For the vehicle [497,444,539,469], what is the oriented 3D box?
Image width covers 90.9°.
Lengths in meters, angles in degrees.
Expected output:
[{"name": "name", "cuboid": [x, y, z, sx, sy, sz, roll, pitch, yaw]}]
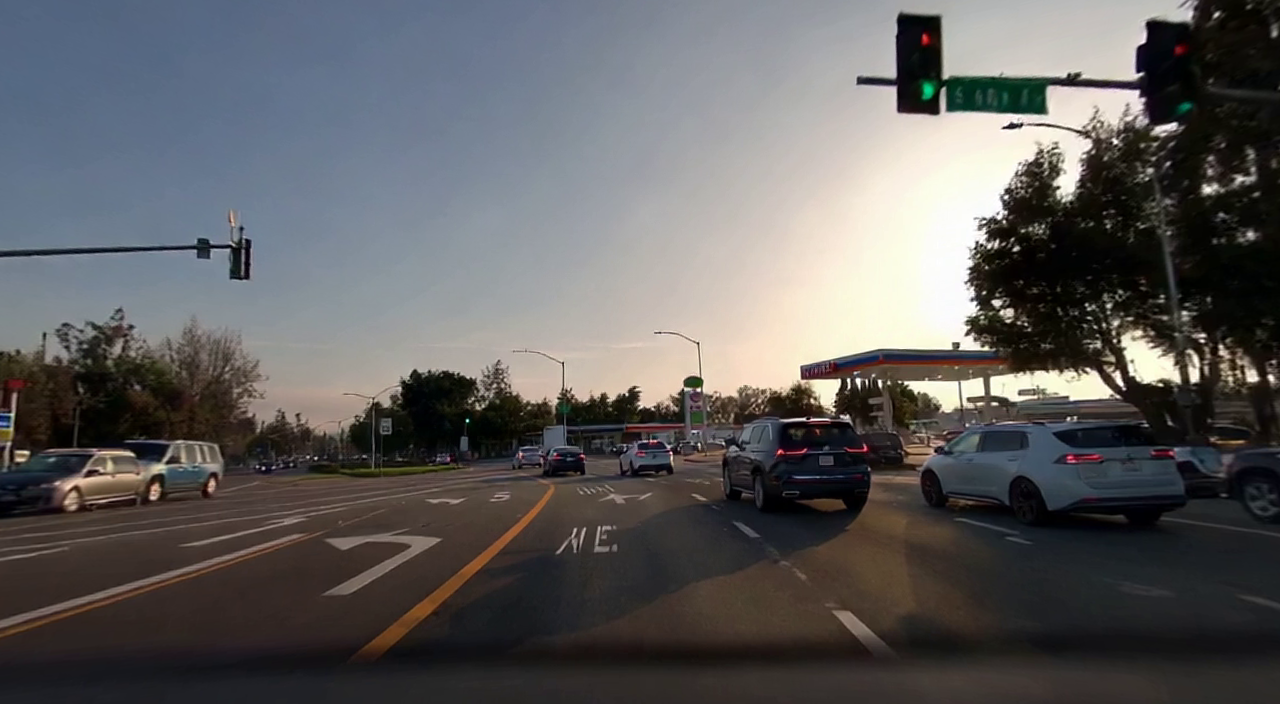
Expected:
[{"name": "vehicle", "cuboid": [-8.590, 7.274, 44.190, 2.193, 1.609, 3.874, 3, -9, -21]}]

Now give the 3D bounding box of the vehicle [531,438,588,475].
[{"name": "vehicle", "cuboid": [-3.782, 4.784, 29.079, 2.107, 1.527, 4.174, 2, -9, -14]}]

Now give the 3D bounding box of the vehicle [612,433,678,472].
[{"name": "vehicle", "cuboid": [0.144, 4.546, 28.663, 2.012, 1.612, 4.114, 2, -9, -14]}]

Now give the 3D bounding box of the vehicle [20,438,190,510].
[{"name": "vehicle", "cuboid": [-18.514, 4.165, 22.380, 2.811, 2.105, 6.404, 4, -9, -24]}]

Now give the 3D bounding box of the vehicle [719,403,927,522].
[{"name": "vehicle", "cuboid": [3.072, 2.009, 11.915, 2.184, 1.777, 4.712, 1, -8, -5]}]

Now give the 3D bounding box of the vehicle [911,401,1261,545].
[{"name": "vehicle", "cuboid": [5.965, 1.675, 9.292, 1.881, 1.604, 4.289, 0, -8, -2]}]
